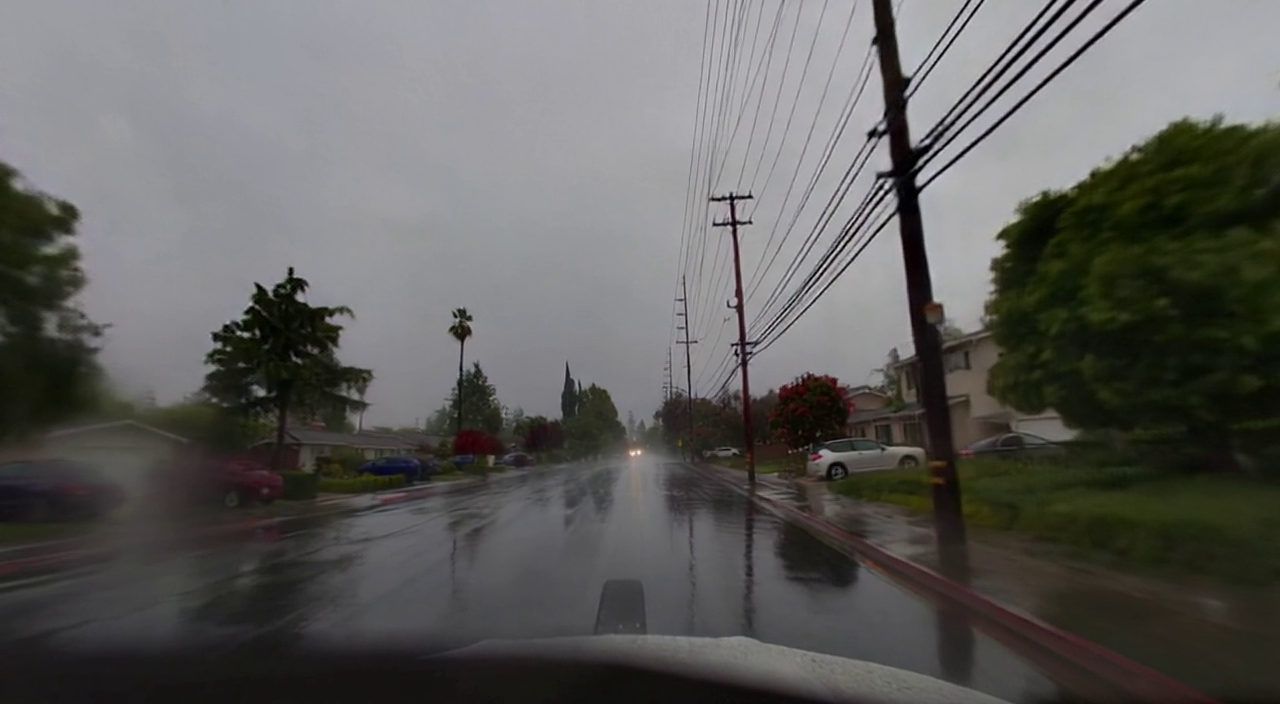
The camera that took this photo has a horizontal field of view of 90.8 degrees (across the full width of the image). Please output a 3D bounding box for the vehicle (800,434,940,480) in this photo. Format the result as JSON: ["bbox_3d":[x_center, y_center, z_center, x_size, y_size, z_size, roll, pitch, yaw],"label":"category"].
[{"bbox_3d":[9.339,4.301,25.997,4.952,1.775,2.089,0,-9,0],"label":"vehicle"}]

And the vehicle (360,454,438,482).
[{"bbox_3d":[-15.307,7.367,40.153,4.265,1.583,1.913,-5,-9,14],"label":"vehicle"}]

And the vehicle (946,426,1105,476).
[{"bbox_3d":[13.026,3.380,21.556,4.122,1.610,1.888,0,-9,2],"label":"vehicle"}]

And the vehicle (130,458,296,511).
[{"bbox_3d":[-14.244,4.399,21.229,4.260,1.588,1.927,-1,-9,5],"label":"vehicle"}]

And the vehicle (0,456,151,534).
[{"bbox_3d":[-15.064,3.455,15.617,4.500,1.714,1.924,-1,-9,7],"label":"vehicle"}]
